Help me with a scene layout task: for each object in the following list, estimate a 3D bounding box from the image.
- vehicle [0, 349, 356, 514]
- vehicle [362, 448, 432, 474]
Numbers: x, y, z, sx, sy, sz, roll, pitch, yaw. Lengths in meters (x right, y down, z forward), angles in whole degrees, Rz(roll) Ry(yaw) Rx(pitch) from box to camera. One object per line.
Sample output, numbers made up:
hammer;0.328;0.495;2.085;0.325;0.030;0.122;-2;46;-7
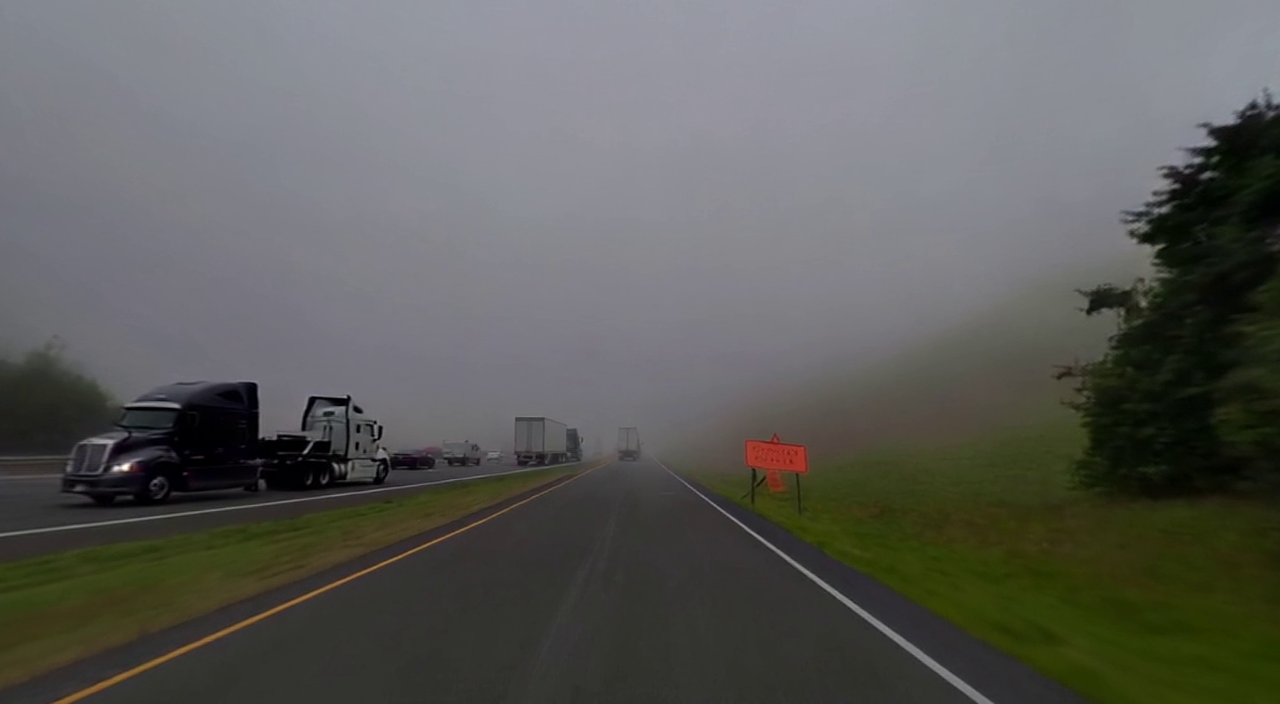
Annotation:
vehicle;-13.348;2.631;19.698;2.745;3.617;11.590;-1;-9;4
vehicle;-14.916;6.720;38.968;1.925;1.493;4.864;-1;-9;6
